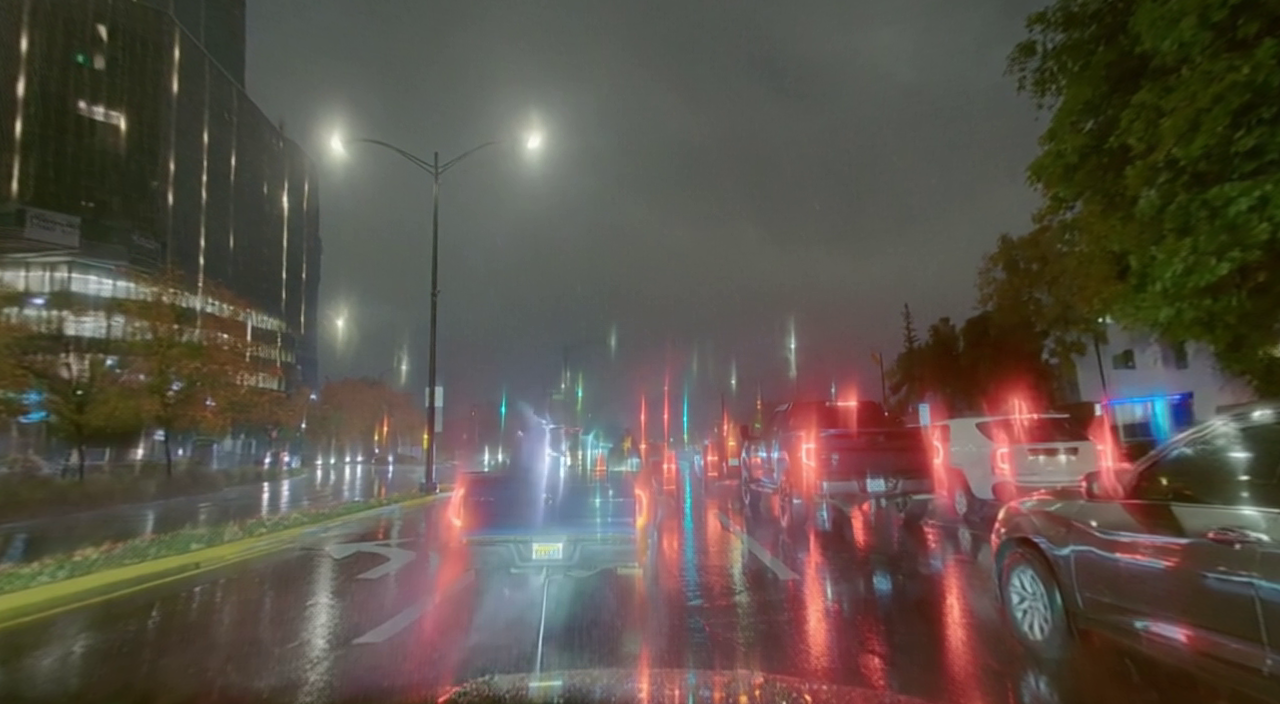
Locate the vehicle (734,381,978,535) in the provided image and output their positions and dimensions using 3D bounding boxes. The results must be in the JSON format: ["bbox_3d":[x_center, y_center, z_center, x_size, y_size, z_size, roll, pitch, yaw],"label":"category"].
[{"bbox_3d":[3.533,1.950,11.972,2.497,2.186,5.890,0,-9,0],"label":"vehicle"}]

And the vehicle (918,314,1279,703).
[{"bbox_3d":[3.161,0.793,2.417,2.024,1.723,4.714,0,-9,0],"label":"vehicle"}]

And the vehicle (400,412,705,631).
[{"bbox_3d":[-0.582,1.527,6.668,2.172,1.536,4.250,0,-9,1],"label":"vehicle"}]
